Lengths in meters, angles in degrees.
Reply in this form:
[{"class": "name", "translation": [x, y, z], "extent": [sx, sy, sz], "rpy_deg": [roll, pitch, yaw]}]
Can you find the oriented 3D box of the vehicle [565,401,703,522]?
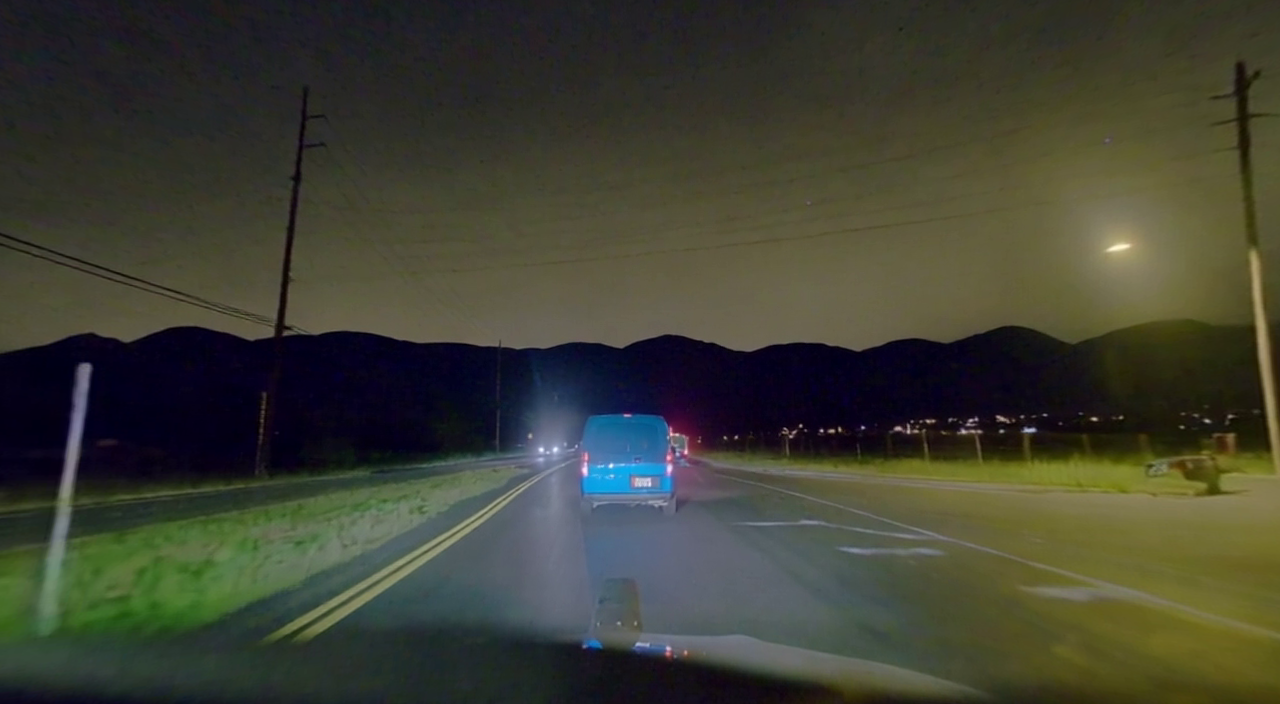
[{"class": "vehicle", "translation": [-0.193, 2.293, 13.622], "extent": [2.454, 2.144, 4.535], "rpy_deg": [0, -8, -2]}]
